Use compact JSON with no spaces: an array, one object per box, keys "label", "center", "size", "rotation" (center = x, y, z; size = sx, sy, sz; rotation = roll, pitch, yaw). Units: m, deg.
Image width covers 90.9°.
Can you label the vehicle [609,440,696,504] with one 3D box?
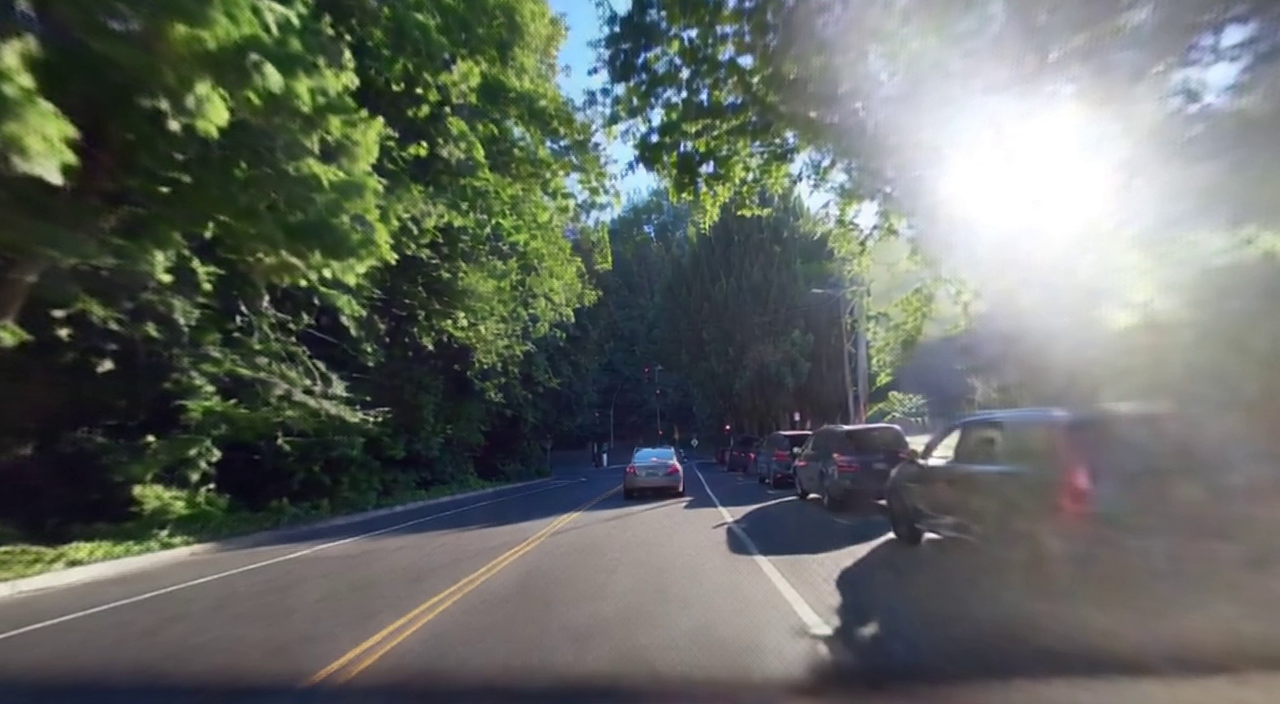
[{"label":"vehicle","center":[0.357,3.175,17.171],"size":[2.078,1.521,4.058],"rotation":[0,-8,2]}]

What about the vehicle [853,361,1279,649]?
[{"label":"vehicle","center":[4.002,1.302,6.397],"size":[2.066,1.804,4.751],"rotation":[0,-8,1]}]
